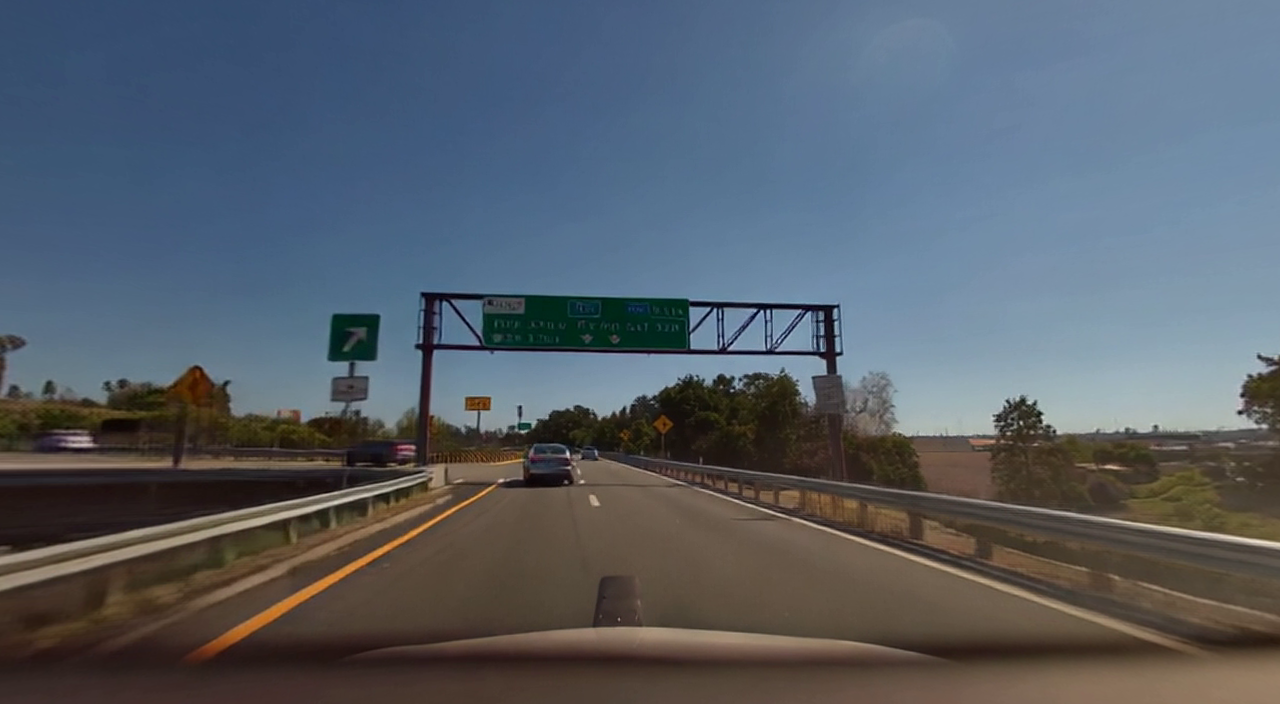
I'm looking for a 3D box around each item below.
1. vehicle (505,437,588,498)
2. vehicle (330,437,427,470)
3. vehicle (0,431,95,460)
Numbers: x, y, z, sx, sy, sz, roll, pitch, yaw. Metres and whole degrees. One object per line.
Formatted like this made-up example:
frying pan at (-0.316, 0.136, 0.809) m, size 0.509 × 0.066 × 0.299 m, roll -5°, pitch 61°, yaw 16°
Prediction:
vehicle at (-2.593, 3.174, 17.600) m, size 2.006 × 1.486 × 3.950 m, roll 1°, pitch -9°, yaw -8°
vehicle at (-12.817, 4.975, 30.704) m, size 4.278 × 1.505 × 2.018 m, roll -5°, pitch -10°, yaw 26°
vehicle at (-32.220, 5.028, 33.640) m, size 3.904 × 1.482 × 1.834 m, roll 1°, pitch -9°, yaw -10°
